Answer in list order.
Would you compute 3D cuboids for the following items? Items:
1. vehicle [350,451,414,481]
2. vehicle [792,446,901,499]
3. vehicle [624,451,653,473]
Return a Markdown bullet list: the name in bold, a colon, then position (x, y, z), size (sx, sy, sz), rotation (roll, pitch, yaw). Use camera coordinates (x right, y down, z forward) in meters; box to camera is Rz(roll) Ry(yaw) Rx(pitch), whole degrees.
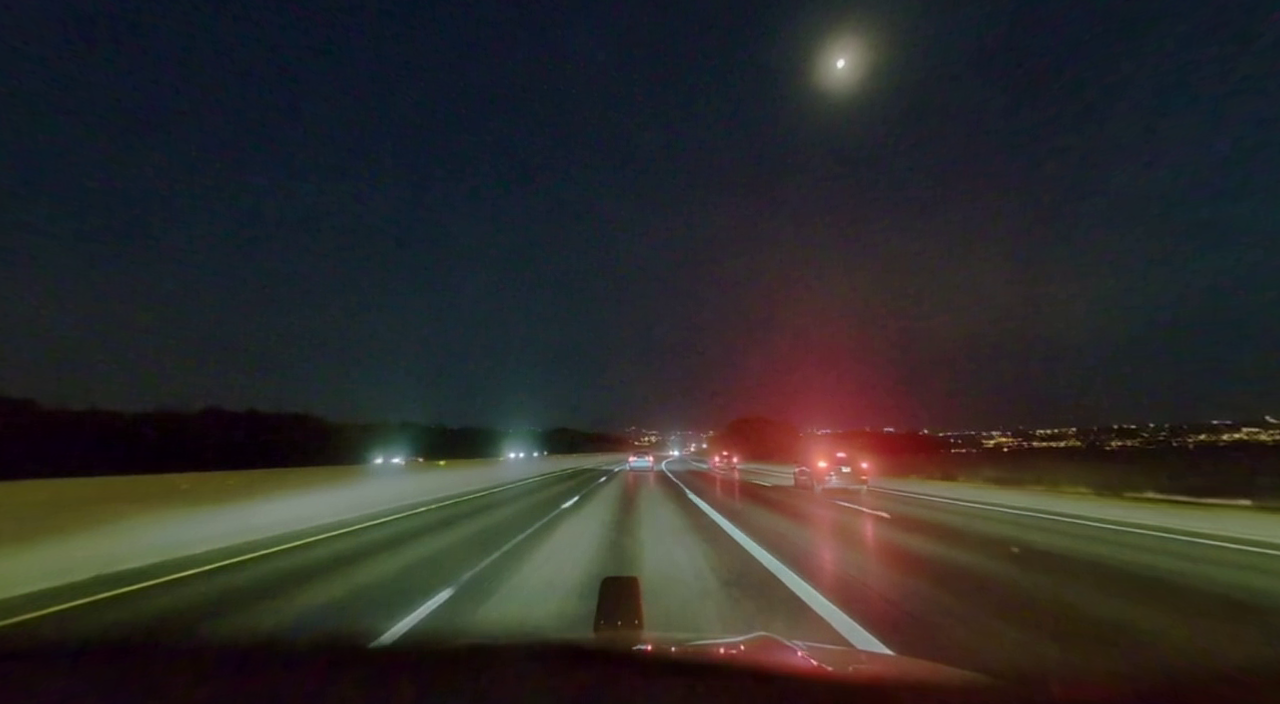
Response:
- **vehicle**: position (-15.373, 6.785, 37.623), size (1.914, 1.628, 4.521), rotation (-1, -9, 1)
- **vehicle**: position (6.750, 3.964, 21.079), size (2.008, 1.533, 4.592), rotation (0, -9, -1)
- **vehicle**: position (-0.077, 8.101, 46.269), size (2.025, 1.526, 4.181), rotation (0, -9, 0)
